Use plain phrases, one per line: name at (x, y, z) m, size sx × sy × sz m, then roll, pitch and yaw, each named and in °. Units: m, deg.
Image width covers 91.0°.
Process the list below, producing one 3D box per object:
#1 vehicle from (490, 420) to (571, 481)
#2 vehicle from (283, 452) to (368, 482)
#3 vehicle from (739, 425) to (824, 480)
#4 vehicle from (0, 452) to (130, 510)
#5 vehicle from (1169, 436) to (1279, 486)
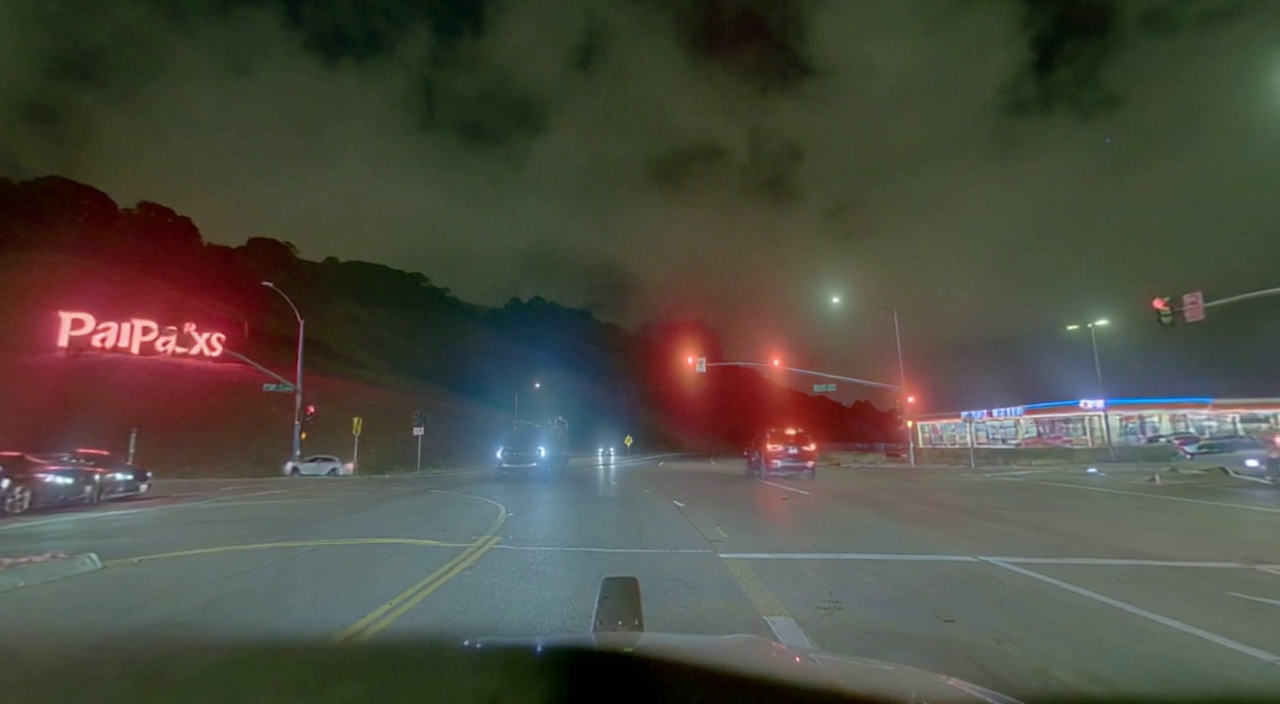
vehicle at (-4.549, 4.245, 27.309) m, size 2.318 × 2.325 × 5.910 m, roll 0°, pitch -8°, yaw 1°
vehicle at (-19.008, 6.901, 38.054) m, size 4.336 × 1.706 × 2.069 m, roll 5°, pitch -10°, yaw -30°
vehicle at (6.170, 4.470, 28.171) m, size 2.388 × 2.201 × 5.139 m, roll 0°, pitch -9°, yaw -3°
vehicle at (-19.767, 4.162, 20.549) m, size 4.440 × 1.748 × 2.033 m, roll 0°, pitch -9°, yaw 1°
vehicle at (25.076, 4.463, 26.047) m, size 4.546 × 1.944 × 2.051 m, roll 1°, pitch -9°, yaw -5°
